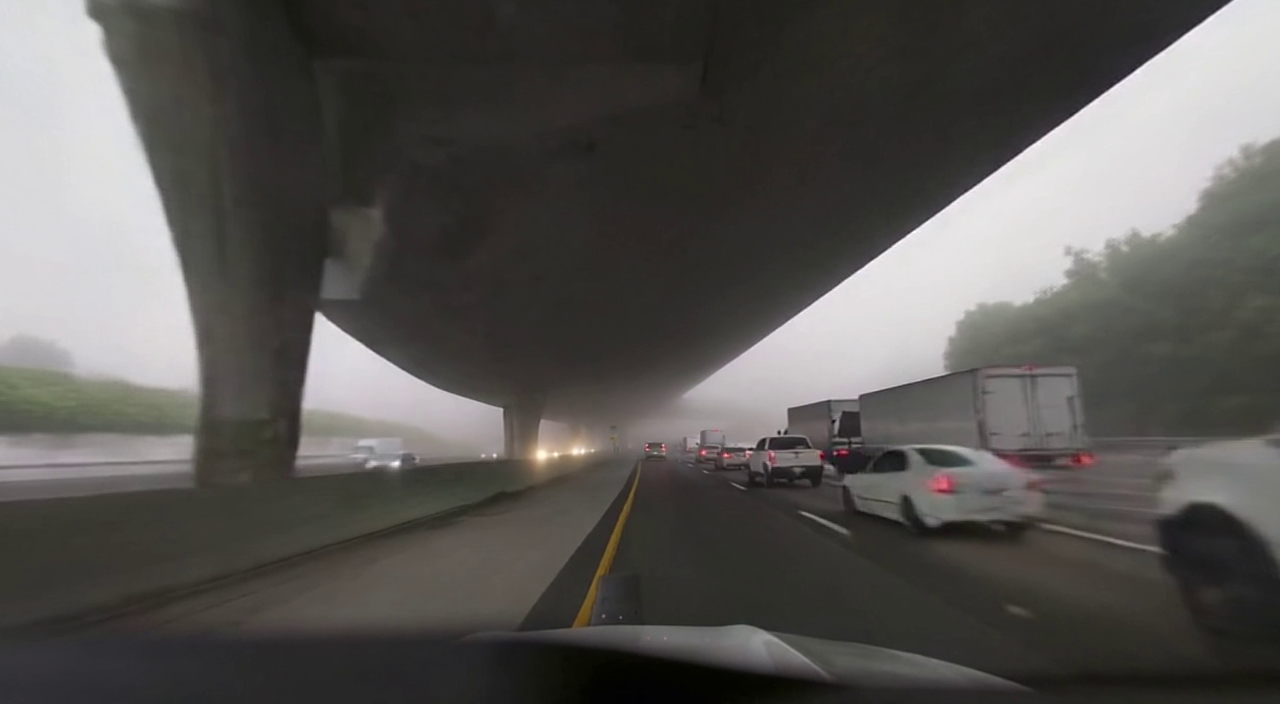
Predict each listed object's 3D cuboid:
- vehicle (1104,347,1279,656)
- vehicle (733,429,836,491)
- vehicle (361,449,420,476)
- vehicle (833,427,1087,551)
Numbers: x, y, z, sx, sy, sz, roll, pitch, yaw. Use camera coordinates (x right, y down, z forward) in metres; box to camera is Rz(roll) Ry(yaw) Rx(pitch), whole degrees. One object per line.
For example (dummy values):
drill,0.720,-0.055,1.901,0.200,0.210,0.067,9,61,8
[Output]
vehicle,5.004,0.780,2.918,1.991,1.921,4.879,0,-8,1
vehicle,4.679,3.593,21.361,2.201,1.804,4.801,0,-8,-2
vehicle,-15.565,6.909,39.675,1.855,1.550,4.300,0,-8,1
vehicle,4.617,2.016,9.924,1.950,1.529,3.884,0,-8,0
